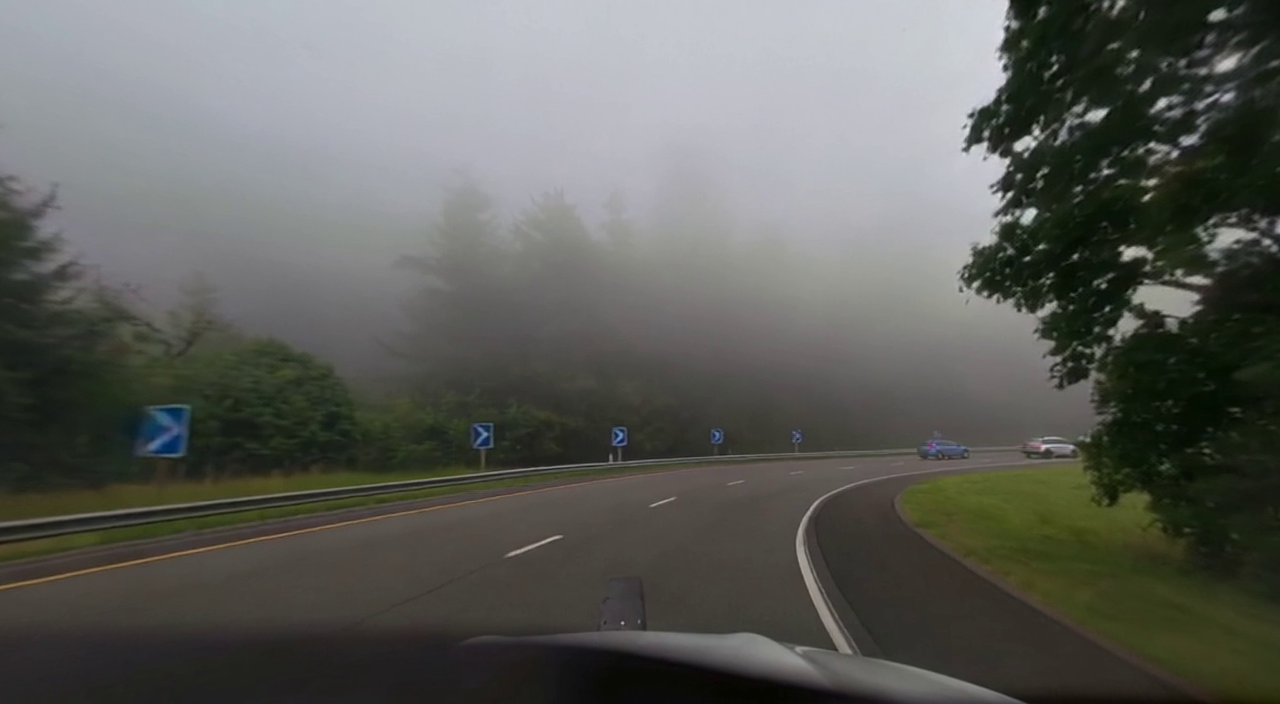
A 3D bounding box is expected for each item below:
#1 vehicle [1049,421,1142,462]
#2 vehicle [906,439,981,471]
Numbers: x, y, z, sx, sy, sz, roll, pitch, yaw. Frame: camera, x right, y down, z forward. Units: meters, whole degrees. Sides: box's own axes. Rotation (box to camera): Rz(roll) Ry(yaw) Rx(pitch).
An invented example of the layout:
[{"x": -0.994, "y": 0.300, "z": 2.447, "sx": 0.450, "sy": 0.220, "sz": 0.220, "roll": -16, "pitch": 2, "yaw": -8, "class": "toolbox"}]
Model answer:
[{"x": 33.499, "y": 6.628, "z": 46.352, "sx": 5.981, "sy": 2.823, "sz": 2.498, "roll": 3, "pitch": -10, "yaw": -22, "class": "vehicle"}, {"x": 17.101, "y": 5.774, "z": 35.386, "sx": 4.325, "sy": 1.674, "sz": 2.221, "roll": 8, "pitch": -12, "yaw": -42, "class": "vehicle"}]
